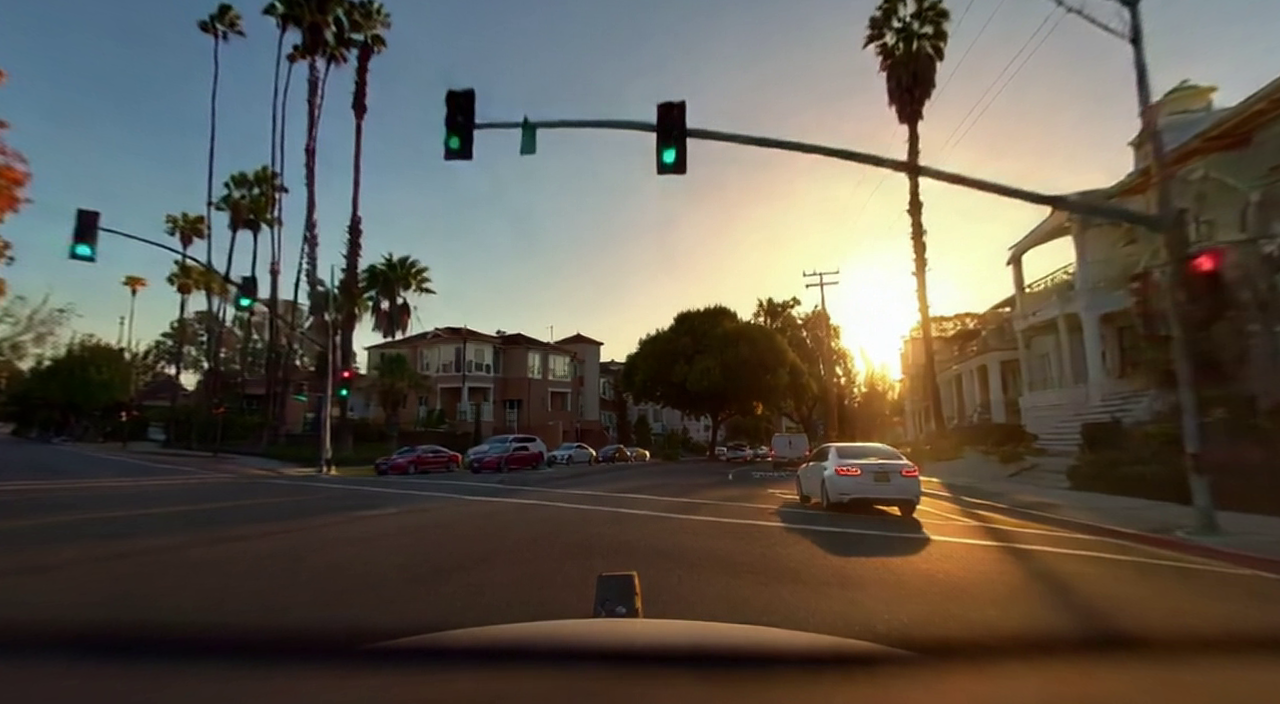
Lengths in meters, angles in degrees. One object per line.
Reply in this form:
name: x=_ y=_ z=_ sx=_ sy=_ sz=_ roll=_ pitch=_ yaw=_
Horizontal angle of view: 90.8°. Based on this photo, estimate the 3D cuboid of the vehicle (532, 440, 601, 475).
vehicle: x=-3.467 y=5.074 z=30.697 sx=1.852 sy=1.498 sz=4.238 roll=-5 pitch=-9 yaw=15

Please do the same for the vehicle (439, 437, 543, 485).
vehicle: x=-5.525 y=4.081 z=24.156 sx=1.959 sy=1.515 sz=4.668 roll=-2 pitch=-7 yaw=13

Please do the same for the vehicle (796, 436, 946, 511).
vehicle: x=5.426 y=2.901 z=15.590 sx=2.096 sy=1.552 sz=4.519 roll=0 pitch=-9 yaw=2

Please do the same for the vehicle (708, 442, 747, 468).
vehicle: x=5.712 y=6.615 z=40.868 sx=1.923 sy=1.576 sz=4.026 roll=-2 pitch=-9 yaw=16

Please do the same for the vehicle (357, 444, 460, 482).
vehicle: x=-9.030 y=4.329 z=25.005 sx=1.891 sy=1.358 sz=3.828 roll=-2 pitch=-9 yaw=15

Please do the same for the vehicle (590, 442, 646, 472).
vehicle: x=-1.314 y=6.552 z=39.731 sx=2.081 sy=1.453 sz=4.698 roll=-5 pitch=-7 yaw=15

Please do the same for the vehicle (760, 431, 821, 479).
vehicle: x=6.832 y=4.724 z=29.173 sx=2.109 sy=2.002 sz=4.424 roll=-1 pitch=-9 yaw=5
